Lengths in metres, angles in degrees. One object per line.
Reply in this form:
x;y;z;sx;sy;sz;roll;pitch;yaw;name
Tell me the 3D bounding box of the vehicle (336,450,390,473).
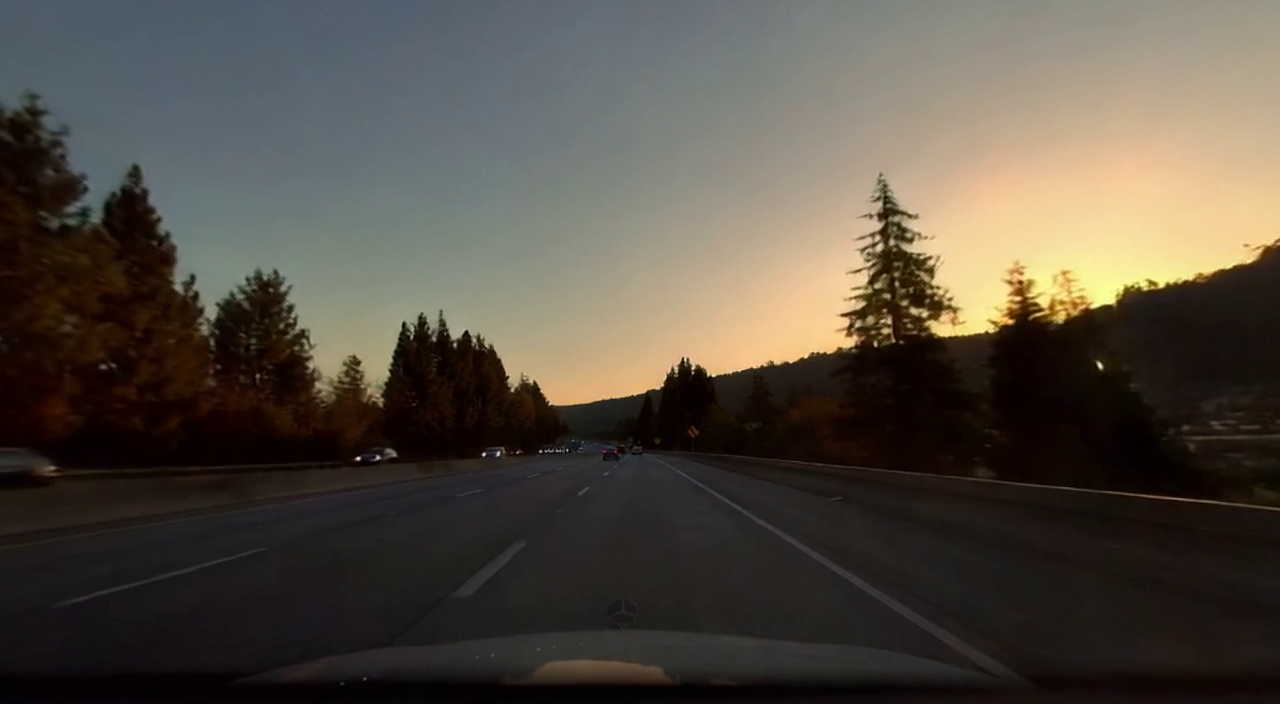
-19.168;7.566;43.529;1.814;1.465;4.024;0;-9;1;vehicle
